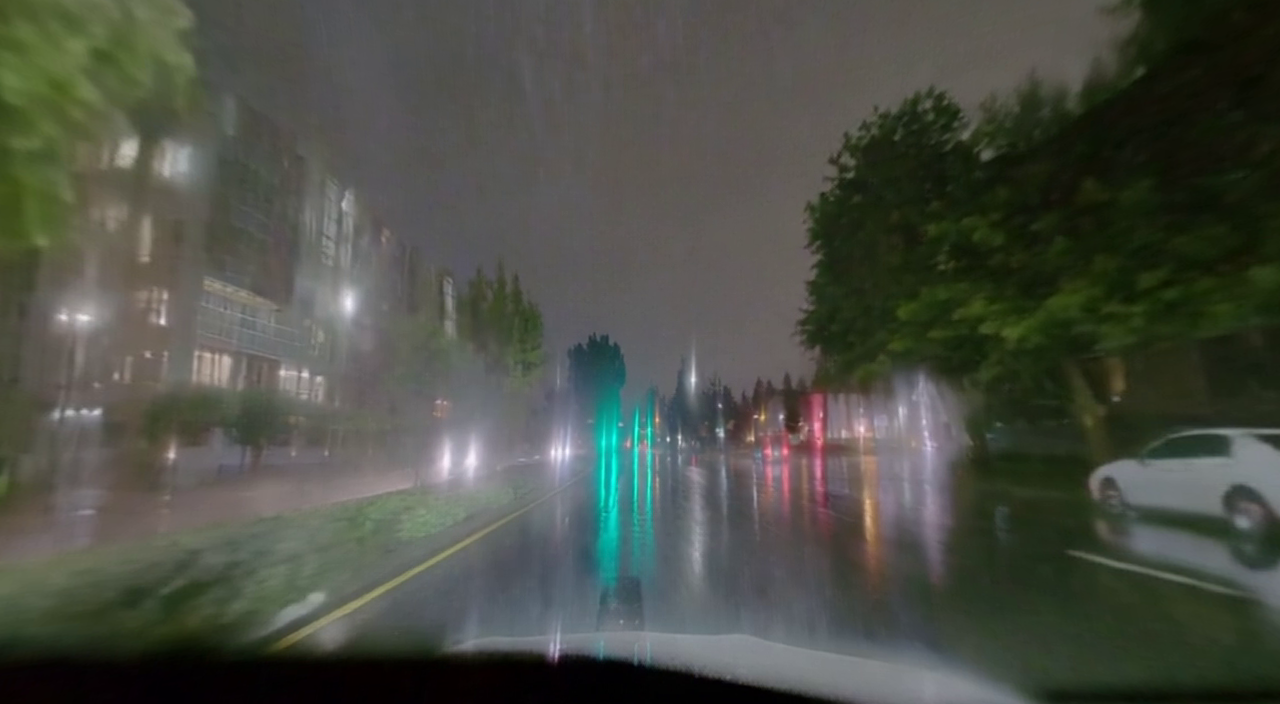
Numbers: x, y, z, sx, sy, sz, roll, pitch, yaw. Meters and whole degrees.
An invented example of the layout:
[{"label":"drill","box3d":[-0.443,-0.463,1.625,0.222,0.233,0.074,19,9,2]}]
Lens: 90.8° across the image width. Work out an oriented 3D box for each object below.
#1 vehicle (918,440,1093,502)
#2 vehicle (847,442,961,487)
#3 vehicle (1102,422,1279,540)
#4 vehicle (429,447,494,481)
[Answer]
[{"label":"vehicle","box3d":[9.699,3.189,17.339,1.930,1.453,4.665,0,-9,-1]},{"label":"vehicle","box3d":[9.510,4.089,23.253,1.898,1.477,4.695,0,-9,-4]},{"label":"vehicle","box3d":[9.868,1.965,9.906,1.970,1.610,4.247,0,-9,0]},{"label":"vehicle","box3d":[-10.072,6.356,36.125,2.108,1.794,4.995,-1,-9,2]}]
